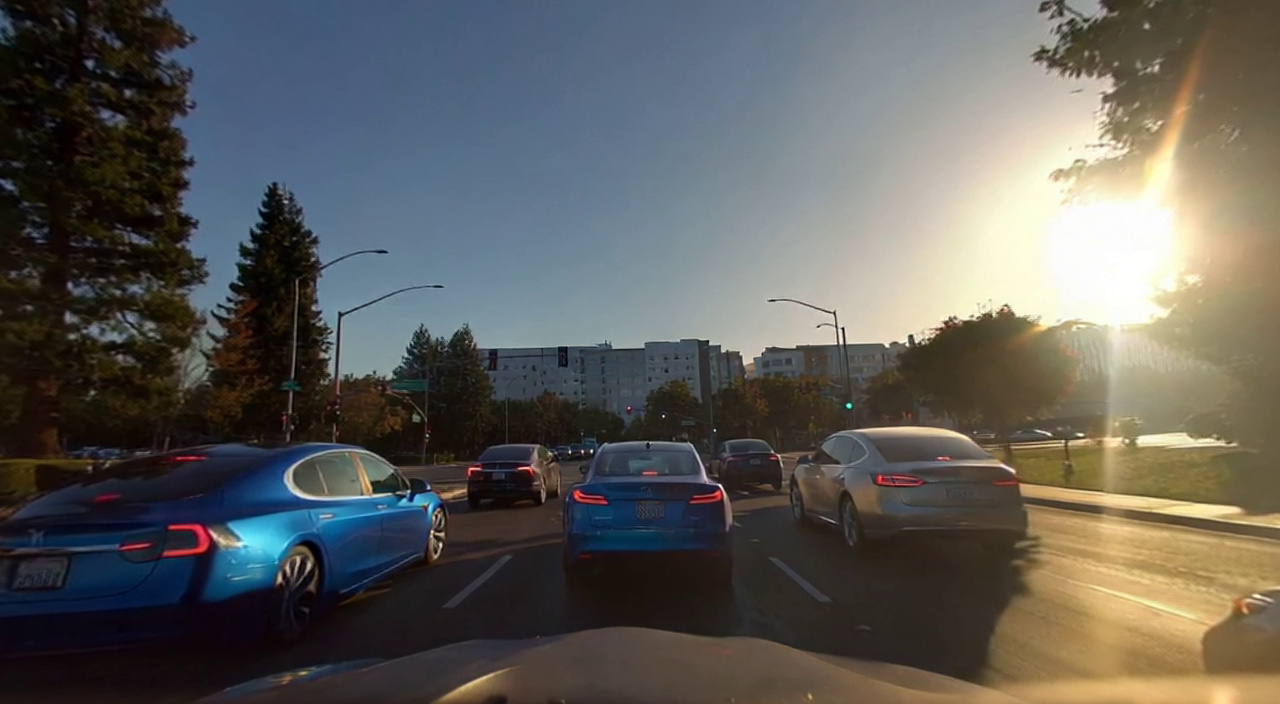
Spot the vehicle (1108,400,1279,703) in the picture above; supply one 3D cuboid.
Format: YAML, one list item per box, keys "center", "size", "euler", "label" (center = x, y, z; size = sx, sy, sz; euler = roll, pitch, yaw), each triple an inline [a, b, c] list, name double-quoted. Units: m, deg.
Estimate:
- center: [3.296, 0.702, 0.726]
  size: [1.951, 1.522, 4.614]
  euler: [0, -9, 0]
  label: "vehicle"

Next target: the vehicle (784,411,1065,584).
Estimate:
- center: [3.393, 1.775, 8.552]
  size: [1.938, 1.732, 4.006]
  euler: [1, -8, 0]
  label: "vehicle"

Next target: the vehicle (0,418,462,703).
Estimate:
- center: [-3.083, 1.367, 4.992]
  size: [2.015, 1.478, 4.407]
  euler: [0, -8, 1]
  label: "vehicle"

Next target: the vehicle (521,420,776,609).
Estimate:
- center: [0.062, 1.688, 7.495]
  size: [2.144, 1.563, 4.218]
  euler: [0, -8, 0]
  label: "vehicle"
